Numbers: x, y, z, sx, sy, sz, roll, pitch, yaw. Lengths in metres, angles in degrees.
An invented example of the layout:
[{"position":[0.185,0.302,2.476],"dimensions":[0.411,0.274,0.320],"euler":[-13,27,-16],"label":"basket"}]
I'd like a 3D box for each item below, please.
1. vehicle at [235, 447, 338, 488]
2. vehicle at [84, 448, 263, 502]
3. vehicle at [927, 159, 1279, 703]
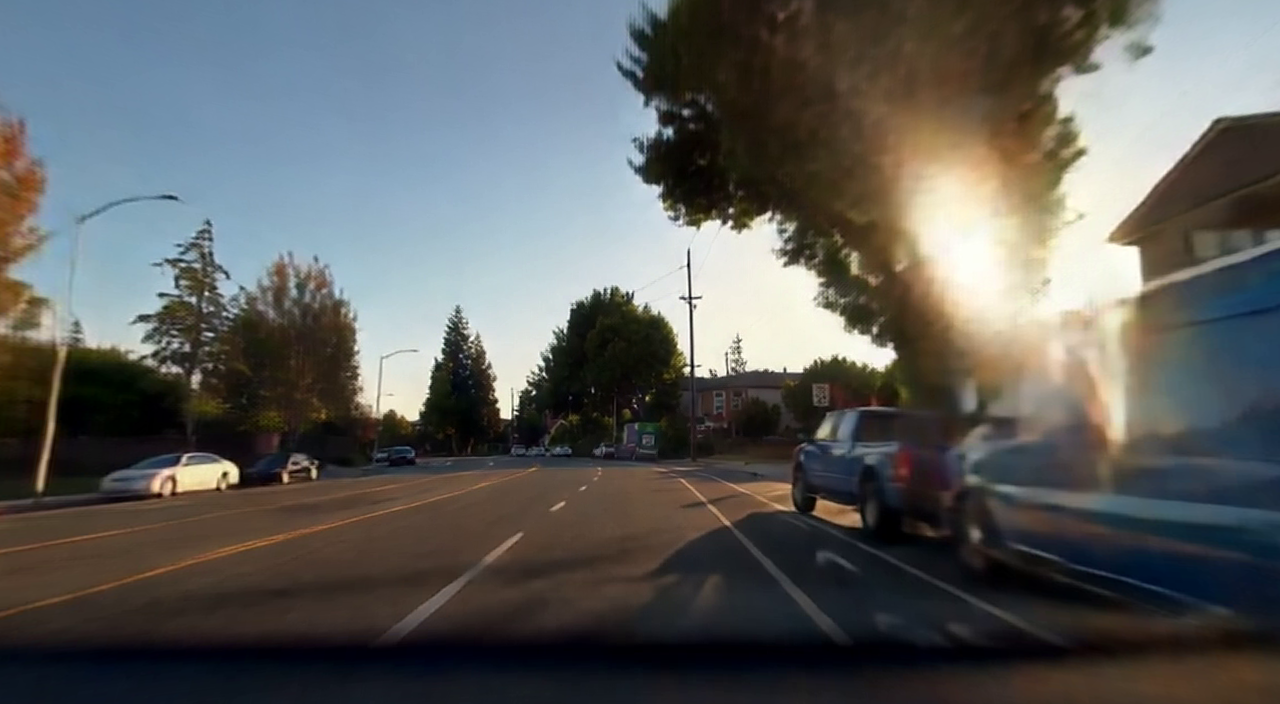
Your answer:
[{"position":[-14.978,4.874,26.910],"dimensions":[1.934,1.480,4.510],"euler":[-3,-8,-2],"label":"vehicle"},{"position":[-14.913,3.917,20.521],"dimensions":[1.990,1.487,4.767],"euler":[-1,-8,3],"label":"vehicle"},{"position":[4.346,0.630,4.056],"dimensions":[2.229,2.912,5.697],"euler":[0,-8,0],"label":"vehicle"}]
